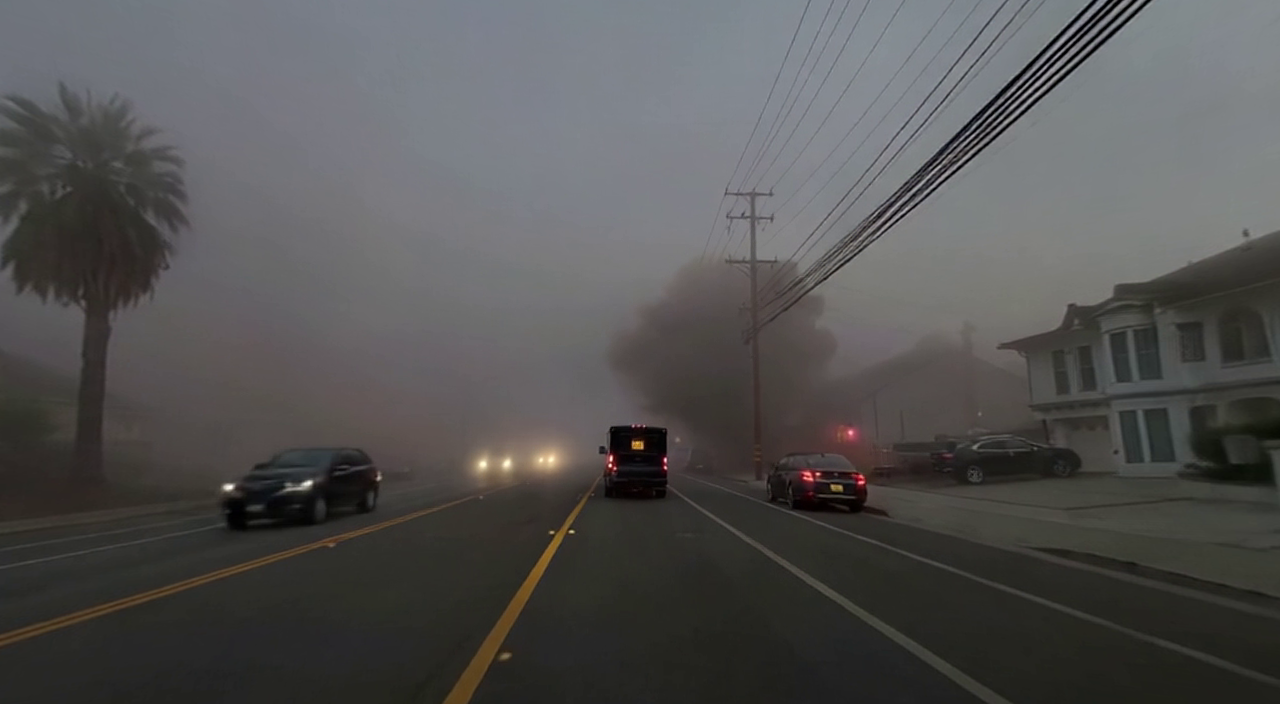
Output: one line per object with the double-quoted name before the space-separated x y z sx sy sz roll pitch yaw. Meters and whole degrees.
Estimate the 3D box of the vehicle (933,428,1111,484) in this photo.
"vehicle" 13.381 3.638 22.345 4.749 1.699 2.311 -2 -7 -1

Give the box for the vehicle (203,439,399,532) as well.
"vehicle" -6.967 2.751 13.597 1.965 1.653 4.251 0 -9 -3

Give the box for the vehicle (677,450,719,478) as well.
"vehicle" 3.441 6.755 38.313 1.946 1.530 4.240 0 -9 -3

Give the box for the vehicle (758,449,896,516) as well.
"vehicle" 4.574 3.225 16.200 2.022 1.456 4.246 0 -9 -3

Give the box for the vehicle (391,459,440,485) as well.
"vehicle" -13.981 7.439 39.384 1.841 1.356 3.938 -3 -8 -4

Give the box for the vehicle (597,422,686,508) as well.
"vehicle" -0.102 3.077 17.593 2.168 2.040 4.527 0 -9 -3

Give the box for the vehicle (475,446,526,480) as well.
"vehicle" -7.697 6.152 35.192 1.993 1.737 4.353 0 -9 -2
